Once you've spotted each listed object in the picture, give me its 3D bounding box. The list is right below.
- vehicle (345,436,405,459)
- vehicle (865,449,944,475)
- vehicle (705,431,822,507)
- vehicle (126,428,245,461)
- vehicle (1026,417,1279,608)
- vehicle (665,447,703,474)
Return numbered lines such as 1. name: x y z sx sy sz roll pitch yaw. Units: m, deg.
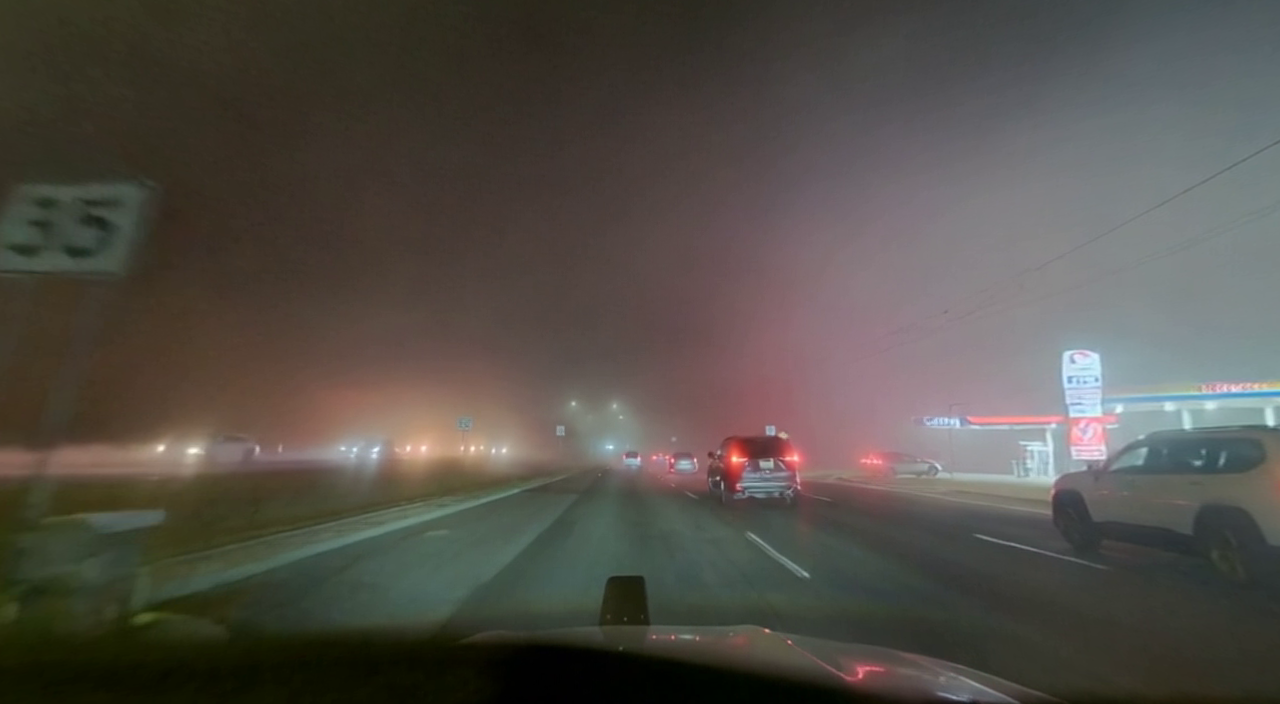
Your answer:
1. vehicle: -17.576 6.370 42.054 1.920 1.473 4.524 0 -8 2
2. vehicle: 18.304 7.638 43.718 4.587 1.710 1.969 1 -9 -7
3. vehicle: 3.175 3.144 17.393 2.184 1.777 4.712 0 -8 -1
4. vehicle: -21.453 4.415 30.019 2.124 1.459 4.591 0 -8 2
5. vehicle: 6.413 1.575 6.746 1.881 1.604 4.289 0 -8 1
6. vehicle: 2.688 6.753 39.504 2.012 1.612 4.114 0 -8 -1
